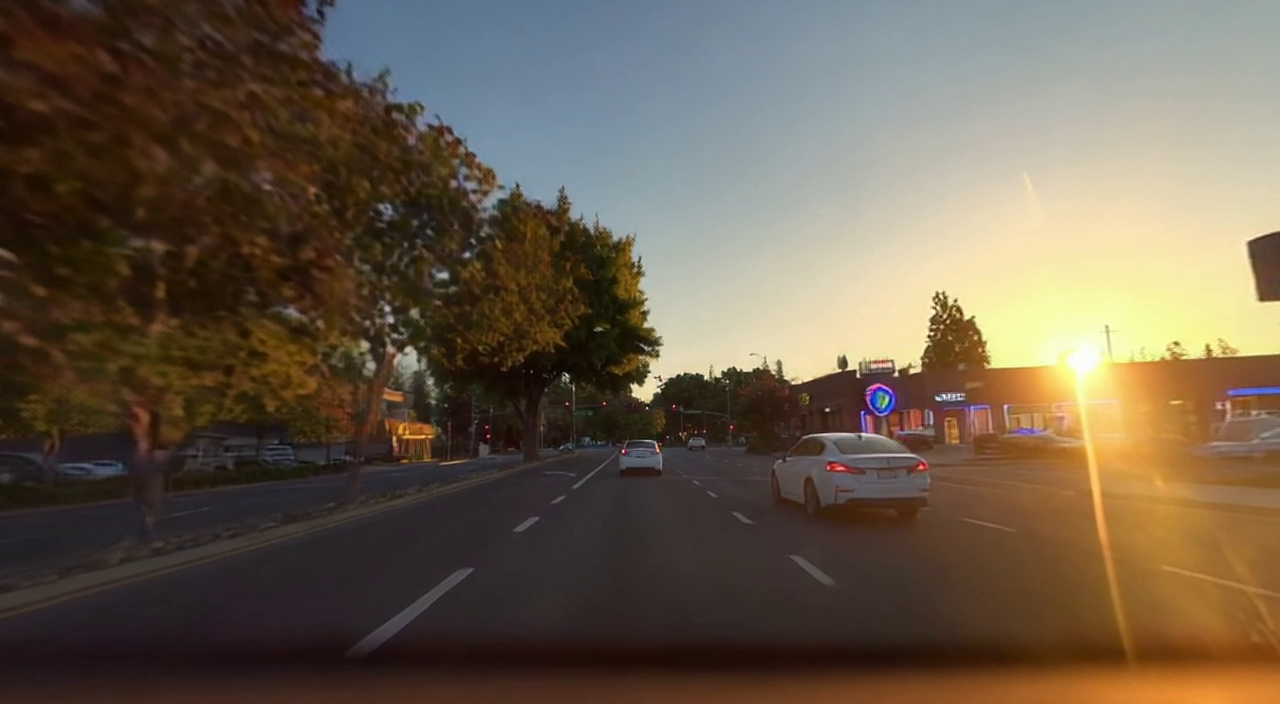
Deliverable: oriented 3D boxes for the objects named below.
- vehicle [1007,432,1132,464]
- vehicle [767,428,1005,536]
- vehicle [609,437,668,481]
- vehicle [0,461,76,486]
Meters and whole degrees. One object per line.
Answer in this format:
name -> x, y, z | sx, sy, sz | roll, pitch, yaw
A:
vehicle -> 21.700, 4.881, 31.967 | 4.763, 1.544, 2.047 | 0, -9, 1
vehicle -> 3.856, 2.142, 11.025 | 2.153, 1.456, 4.705 | 0, -9, -2
vehicle -> -0.085, 3.888, 23.113 | 1.998, 1.452, 3.773 | 0, -9, -1
vehicle -> -41.684, 8.274, 42.999 | 1.833, 1.478, 4.769 | 0, -9, -1
